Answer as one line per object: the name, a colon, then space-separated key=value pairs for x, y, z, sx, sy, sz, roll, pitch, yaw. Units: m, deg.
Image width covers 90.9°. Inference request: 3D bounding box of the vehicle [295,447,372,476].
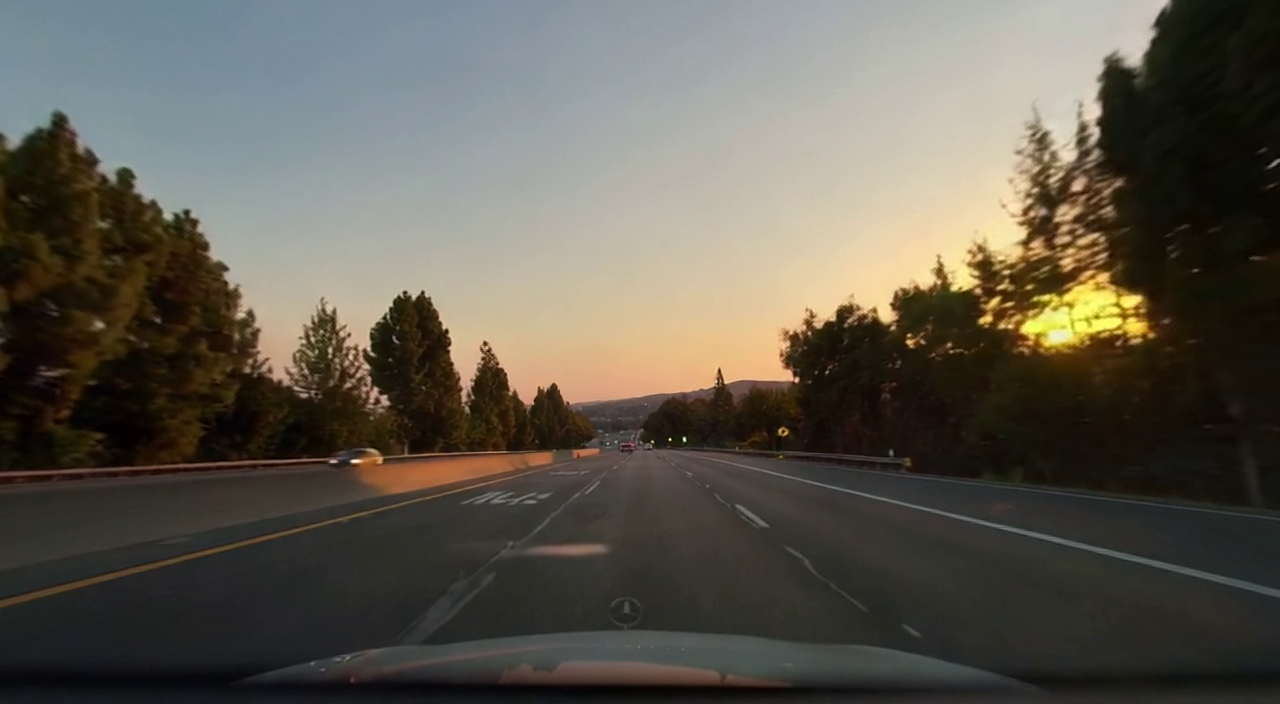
vehicle: x=-17.455 y=6.249 z=36.227 sx=1.902 sy=1.495 sz=4.952 roll=-1 pitch=-8 yaw=1
